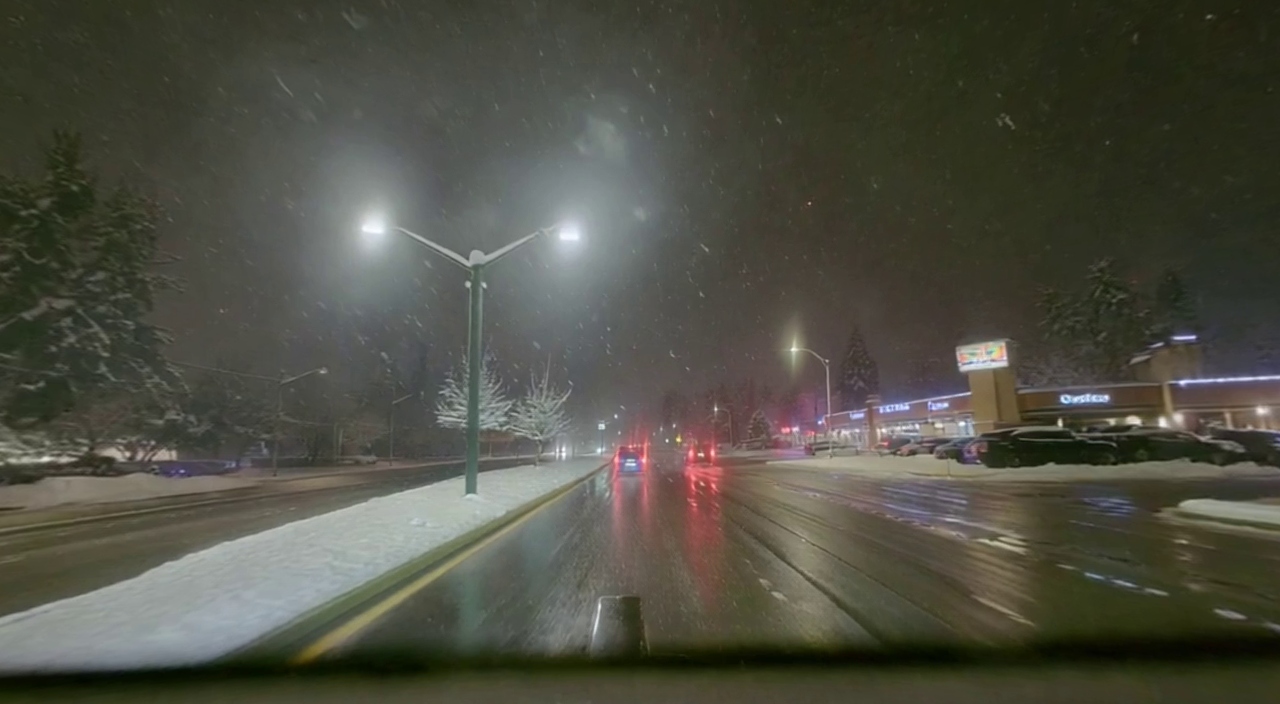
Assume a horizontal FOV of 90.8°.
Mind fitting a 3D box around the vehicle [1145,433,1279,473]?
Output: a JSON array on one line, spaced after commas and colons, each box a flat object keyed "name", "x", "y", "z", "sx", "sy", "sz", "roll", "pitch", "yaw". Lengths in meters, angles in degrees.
[{"name": "vehicle", "x": 23.591, "y": 4.101, "z": 25.914, "sx": 2.006, "sy": 1.455, "sz": 4.301, "roll": -1, "pitch": -8, "yaw": -2}]

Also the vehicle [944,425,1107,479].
[{"name": "vehicle", "x": 16.400, "y": 4.300, "z": 27.629, "sx": 2.454, "sy": 1.973, "sz": 7.124, "roll": -1, "pitch": -8, "yaw": -1}]

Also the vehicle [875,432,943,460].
[{"name": "vehicle", "x": 20.592, "y": 7.222, "z": 48.750, "sx": 2.356, "sy": 2.005, "sz": 6.308, "roll": 0, "pitch": -8, "yaw": -1}]

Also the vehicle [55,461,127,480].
[{"name": "vehicle", "x": -43.264, "y": 9.351, "z": 49.813, "sx": 3.918, "sy": 1.350, "sz": 1.804, "roll": 0, "pitch": -8, "yaw": -2}]

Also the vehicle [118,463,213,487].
[{"name": "vehicle", "x": -30.578, "y": 7.914, "z": 40.819, "sx": 4.497, "sy": 1.450, "sz": 2.010, "roll": 0, "pitch": -9, "yaw": -1}]

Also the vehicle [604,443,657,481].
[{"name": "vehicle", "x": -0.392, "y": 4.723, "z": 27.435, "sx": 2.126, "sy": 1.475, "sz": 3.967, "roll": 0, "pitch": -8, "yaw": 0}]

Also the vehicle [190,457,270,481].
[{"name": "vehicle", "x": -29.806, "y": 8.517, "z": 46.006, "sx": 4.360, "sy": 1.606, "sz": 1.978, "roll": 1, "pitch": -9, "yaw": -5}]
